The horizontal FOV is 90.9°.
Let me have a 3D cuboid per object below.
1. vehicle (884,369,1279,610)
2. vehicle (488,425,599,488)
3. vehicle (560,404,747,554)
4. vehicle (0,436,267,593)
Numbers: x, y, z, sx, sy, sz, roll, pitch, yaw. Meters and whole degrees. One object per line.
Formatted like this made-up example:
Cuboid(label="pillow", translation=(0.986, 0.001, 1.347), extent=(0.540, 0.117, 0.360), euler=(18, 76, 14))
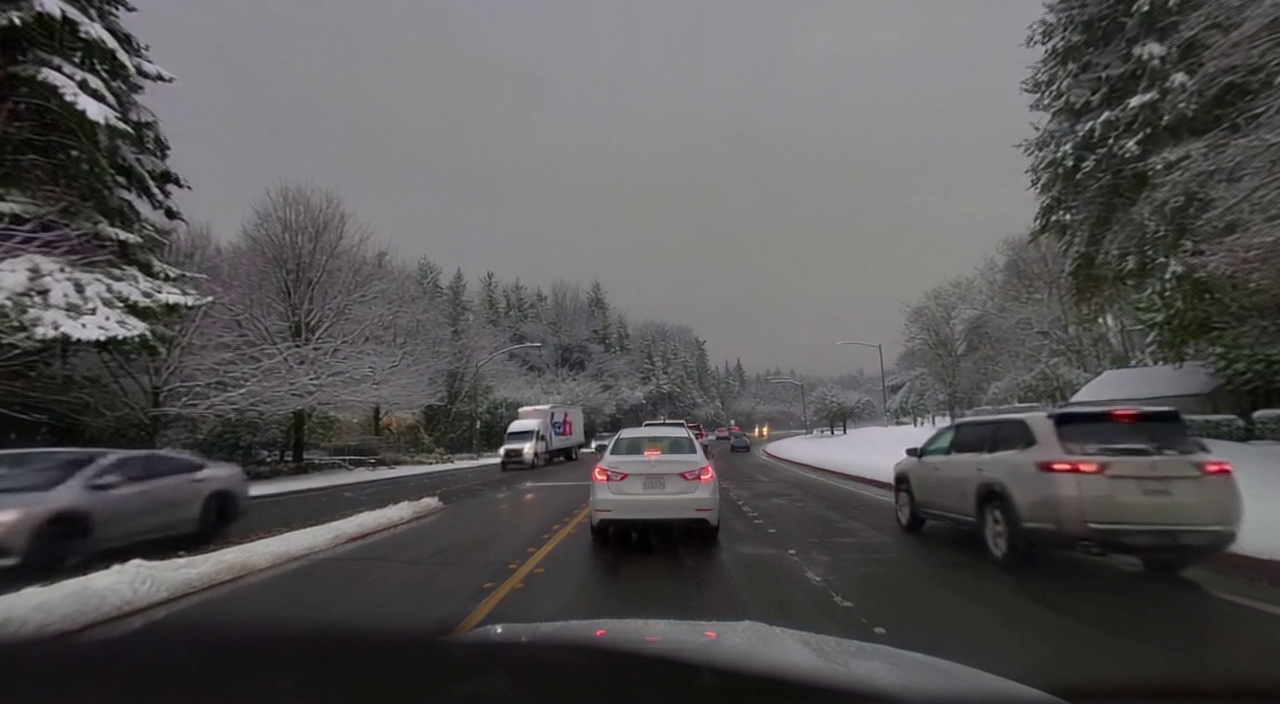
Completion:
Cuboid(label="vehicle", translation=(4.771, 1.429, 7.430), extent=(2.059, 1.864, 4.700), euler=(2, -8, 2))
Cuboid(label="vehicle", translation=(-2.941, 3.340, 20.467), extent=(2.057, 1.786, 4.725), euler=(-2, -8, 11))
Cuboid(label="vehicle", translation=(0.197, 1.773, 9.434), extent=(2.154, 1.710, 4.128), euler=(-1, -8, 1))
Cuboid(label="vehicle", translation=(-7.036, 1.815, 7.789), extent=(1.923, 1.492, 4.577), euler=(-1, -8, 2))
